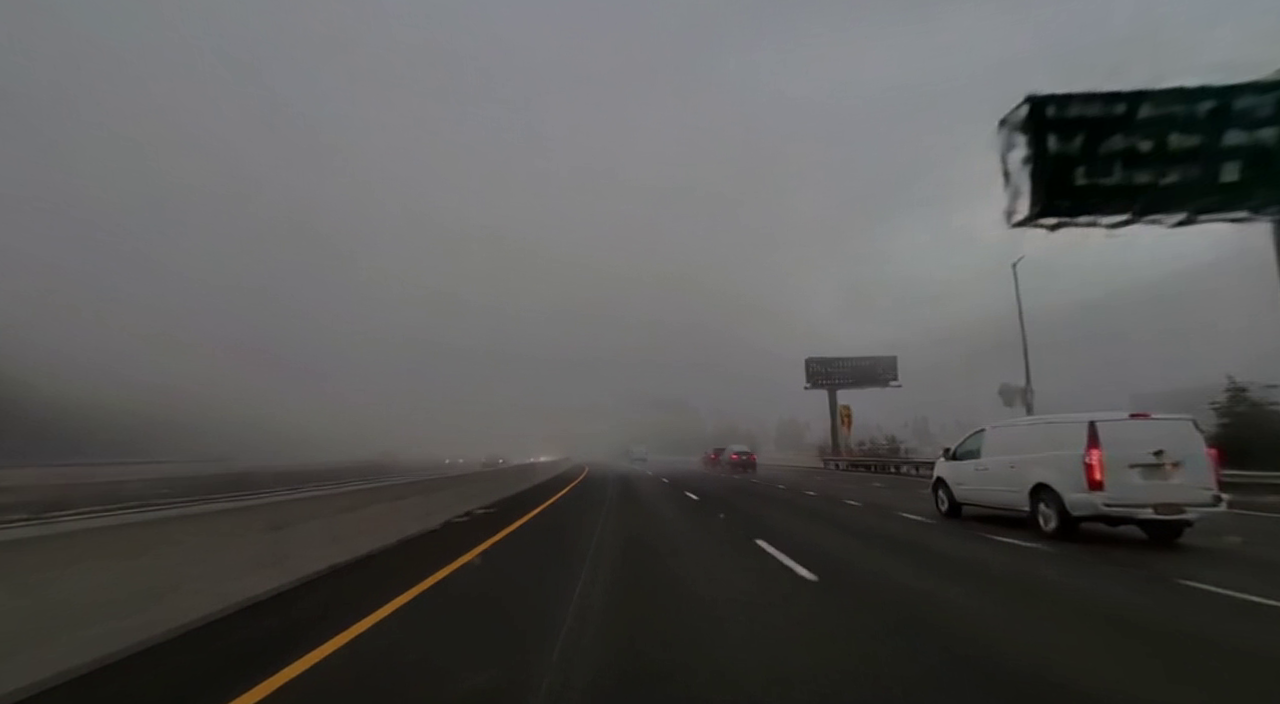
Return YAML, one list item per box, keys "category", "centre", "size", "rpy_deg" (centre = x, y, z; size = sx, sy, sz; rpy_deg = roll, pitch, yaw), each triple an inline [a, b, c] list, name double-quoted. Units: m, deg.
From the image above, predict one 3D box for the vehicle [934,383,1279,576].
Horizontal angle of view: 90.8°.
- category: "vehicle"
  centre: [6.505, 1.667, 8.970]
  size: [2.181, 1.952, 4.973]
  rpy_deg: [0, -9, -1]

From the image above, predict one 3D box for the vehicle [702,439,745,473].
- category: "vehicle"
  centre: [5.661, 7.147, 43.660]
  size: [2.043, 2.154, 4.731]
  rpy_deg: [1, -9, -4]
